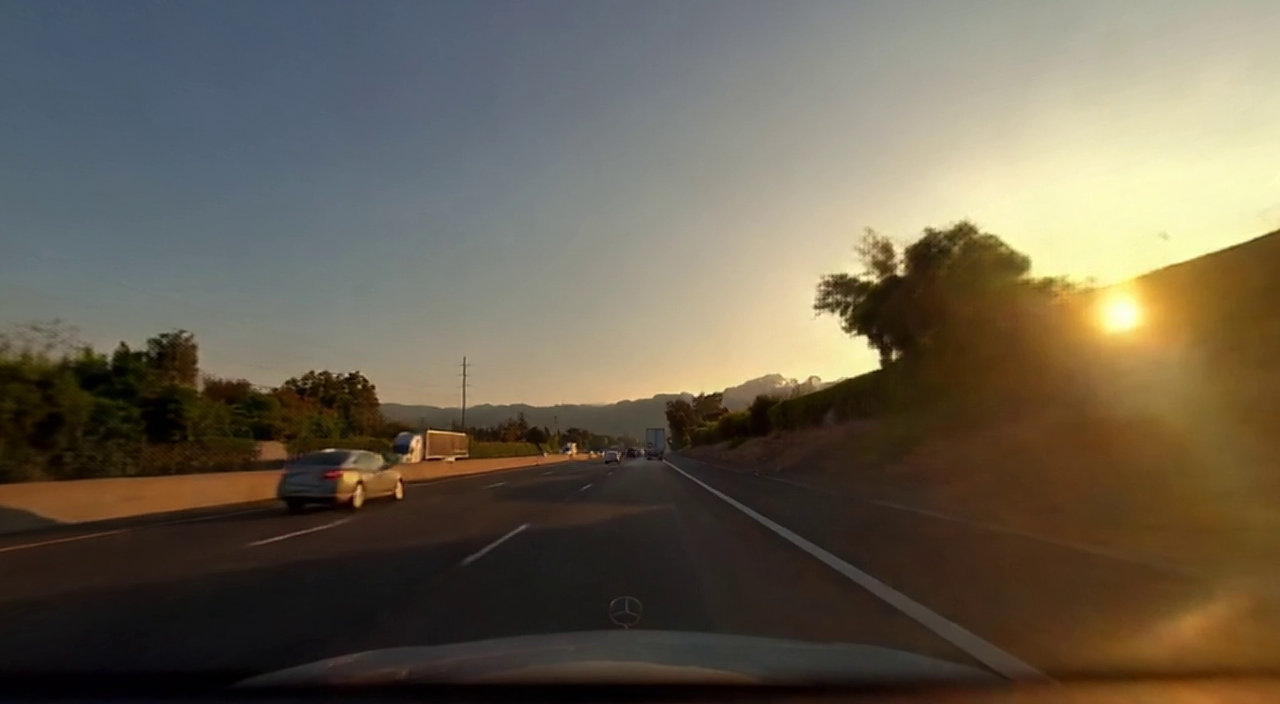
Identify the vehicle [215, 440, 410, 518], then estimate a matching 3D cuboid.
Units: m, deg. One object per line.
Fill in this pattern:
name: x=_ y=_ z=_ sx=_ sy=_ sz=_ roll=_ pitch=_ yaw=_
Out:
vehicle: x=-7.284 y=2.855 z=14.681 sx=2.031 sy=1.521 sz=4.503 roll=0 pitch=-9 yaw=1
